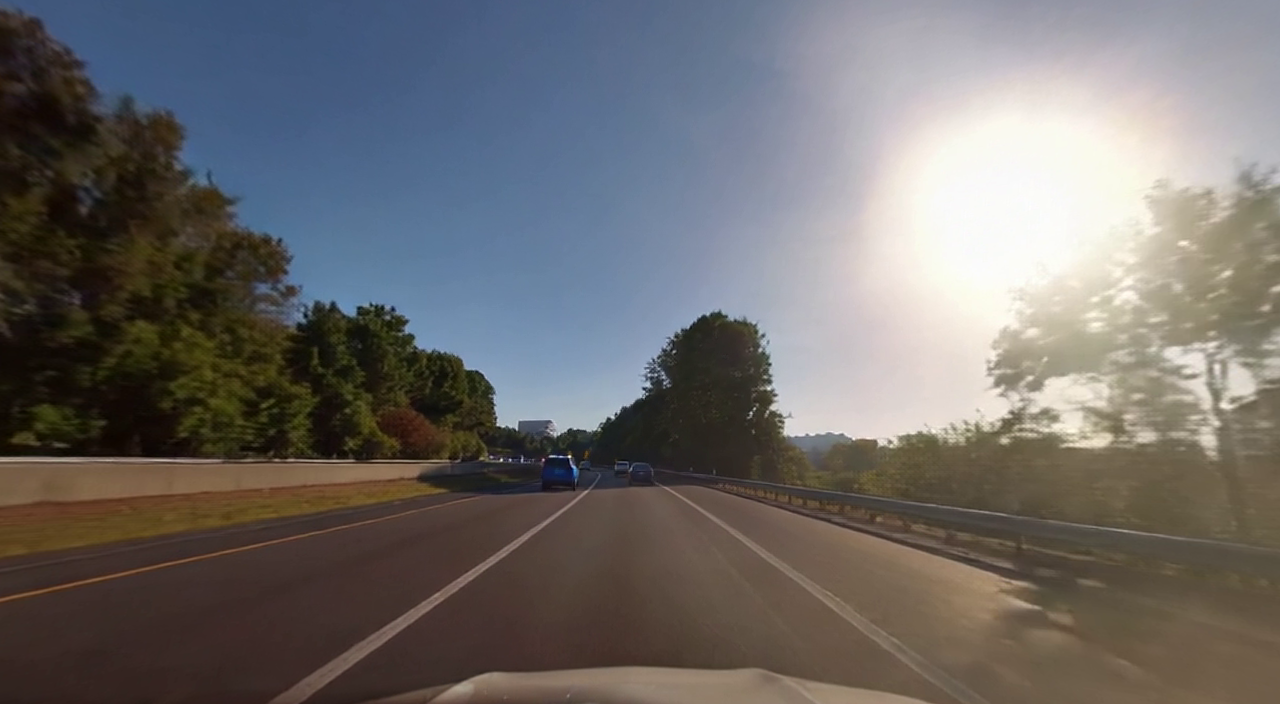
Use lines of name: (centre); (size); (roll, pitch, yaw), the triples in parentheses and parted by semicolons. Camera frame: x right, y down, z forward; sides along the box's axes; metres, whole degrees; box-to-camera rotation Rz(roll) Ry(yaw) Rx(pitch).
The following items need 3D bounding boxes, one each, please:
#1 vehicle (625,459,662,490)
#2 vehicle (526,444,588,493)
vehicle: (0.141, 6.761, 34.922); (1.905, 1.559, 3.491); (1, -10, -2)
vehicle: (-3.873, 5.551, 30.200); (2.237, 2.113, 4.815); (0, -10, 0)
